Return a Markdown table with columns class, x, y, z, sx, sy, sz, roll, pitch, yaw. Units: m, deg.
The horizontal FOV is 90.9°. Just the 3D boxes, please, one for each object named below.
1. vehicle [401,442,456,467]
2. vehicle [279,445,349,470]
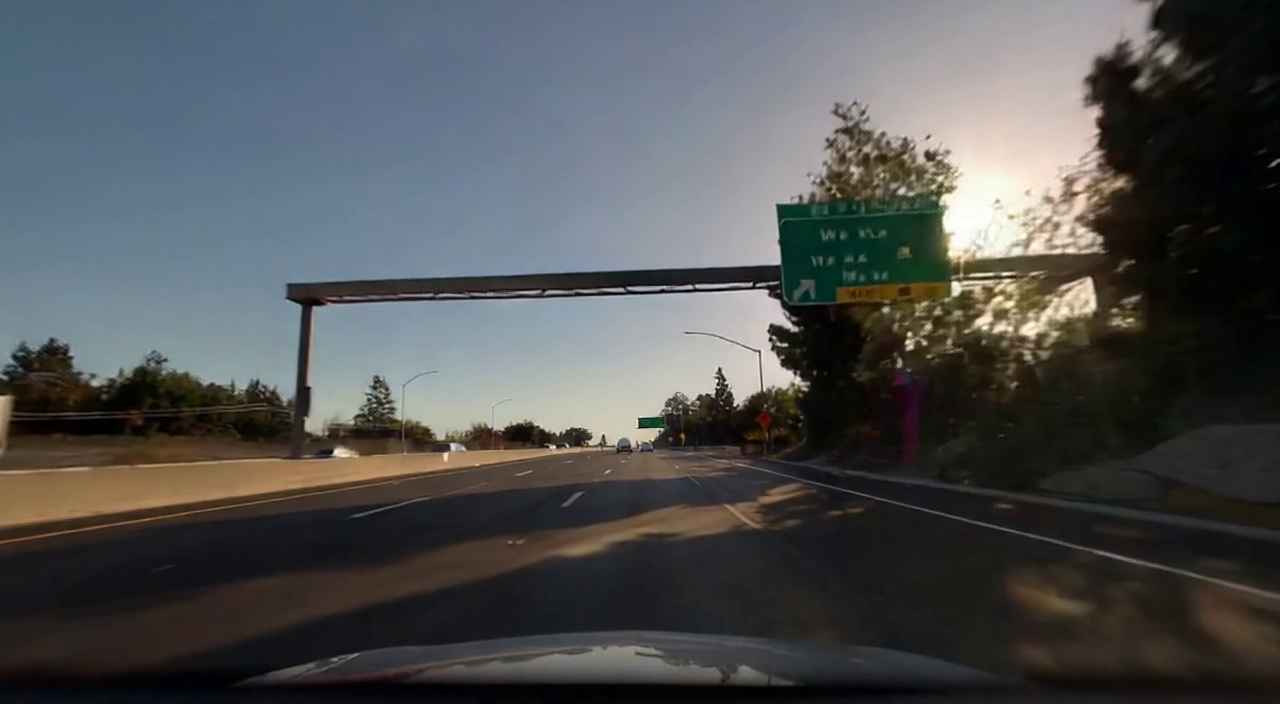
| class | x | y | z | sx | sy | sz | roll | pitch | yaw |
| --- | --- | --- | --- | --- | --- | --- | --- | --- | --- |
| vehicle | -13.612 | 6.625 | 40.851 | 1.923 | 1.478 | 4.503 | 0 | -8 | 1 |
| vehicle | -20.930 | 6.783 | 40.737 | 1.903 | 1.518 | 4.877 | 0 | -8 | 1 |
